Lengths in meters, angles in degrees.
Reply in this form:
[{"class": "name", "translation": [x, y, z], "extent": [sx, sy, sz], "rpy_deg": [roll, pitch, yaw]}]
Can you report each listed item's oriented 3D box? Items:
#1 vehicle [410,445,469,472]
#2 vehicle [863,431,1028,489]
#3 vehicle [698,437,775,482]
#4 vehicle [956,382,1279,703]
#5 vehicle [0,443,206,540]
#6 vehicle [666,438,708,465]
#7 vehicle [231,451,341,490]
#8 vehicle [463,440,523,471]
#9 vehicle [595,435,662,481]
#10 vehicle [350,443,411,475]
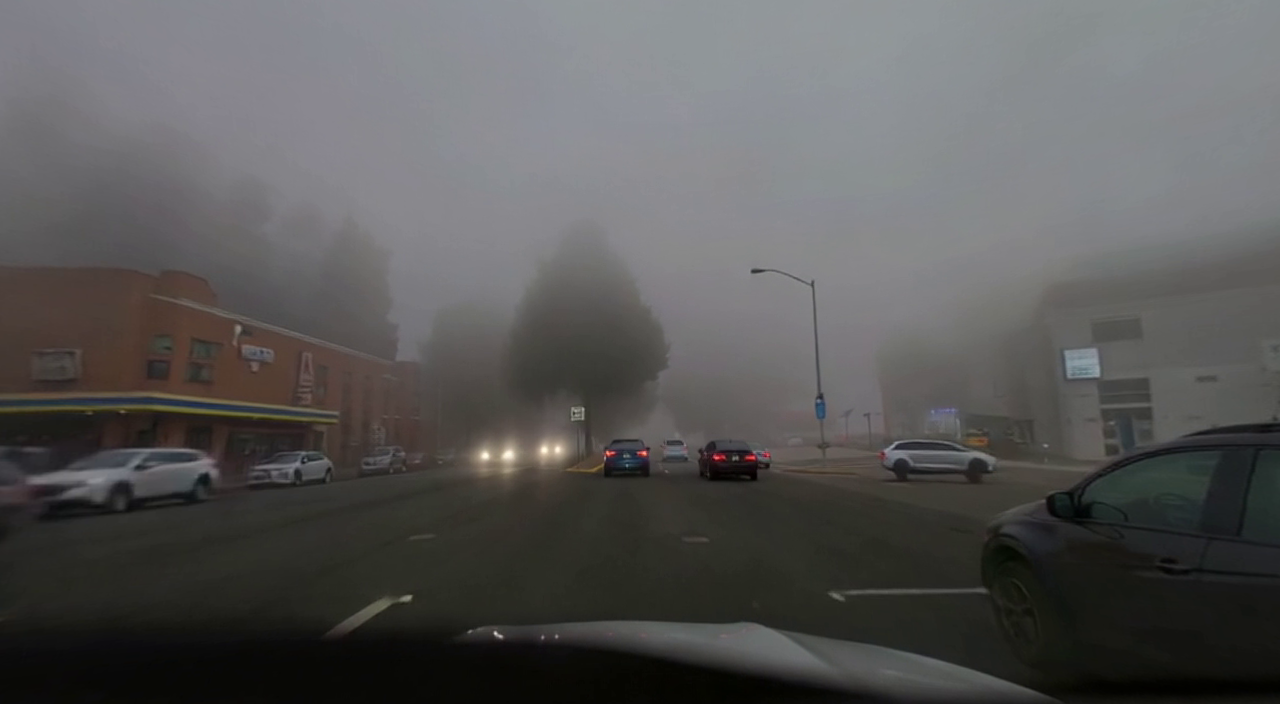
[{"class": "vehicle", "translation": [-11.630, 6.192, 37.064], "extent": [1.915, 1.473, 4.573], "rpy_deg": [-1, -8, 1]}, {"class": "vehicle", "translation": [9.947, 3.568, 21.044], "extent": [4.464, 1.755, 2.236], "rpy_deg": [-2, -9, 14]}, {"class": "vehicle", "translation": [3.427, 3.904, 23.302], "extent": [2.060, 1.471, 4.168], "rpy_deg": [0, -8, -1]}, {"class": "vehicle", "translation": [3.189, 0.819, 1.886], "extent": [2.097, 1.502, 4.470], "rpy_deg": [0, -8, -1]}, {"class": "vehicle", "translation": [-11.613, 2.691, 12.955], "extent": [2.117, 1.592, 4.660], "rpy_deg": [0, -8, 0]}, {"class": "vehicle", "translation": [2.799, 5.998, 38.282], "extent": [2.098, 1.527, 3.966], "rpy_deg": [0, -8, -2]}, {"class": "vehicle", "translation": [-14.963, 4.993, 27.116], "extent": [2.007, 1.463, 4.792], "rpy_deg": [0, -8, -1]}, {"class": "vehicle", "translation": [-8.073, 5.738, 35.246], "extent": [2.240, 1.550, 4.760], "rpy_deg": [0, -8, 0]}, {"class": "vehicle", "translation": [-0.415, 3.850, 23.207], "extent": [2.232, 1.508, 4.319], "rpy_deg": [0, -8, -1]}, {"class": "vehicle", "translation": [-15.628, 6.456, 38.369], "extent": [1.979, 1.819, 4.308], "rpy_deg": [0, -8, -1]}]
